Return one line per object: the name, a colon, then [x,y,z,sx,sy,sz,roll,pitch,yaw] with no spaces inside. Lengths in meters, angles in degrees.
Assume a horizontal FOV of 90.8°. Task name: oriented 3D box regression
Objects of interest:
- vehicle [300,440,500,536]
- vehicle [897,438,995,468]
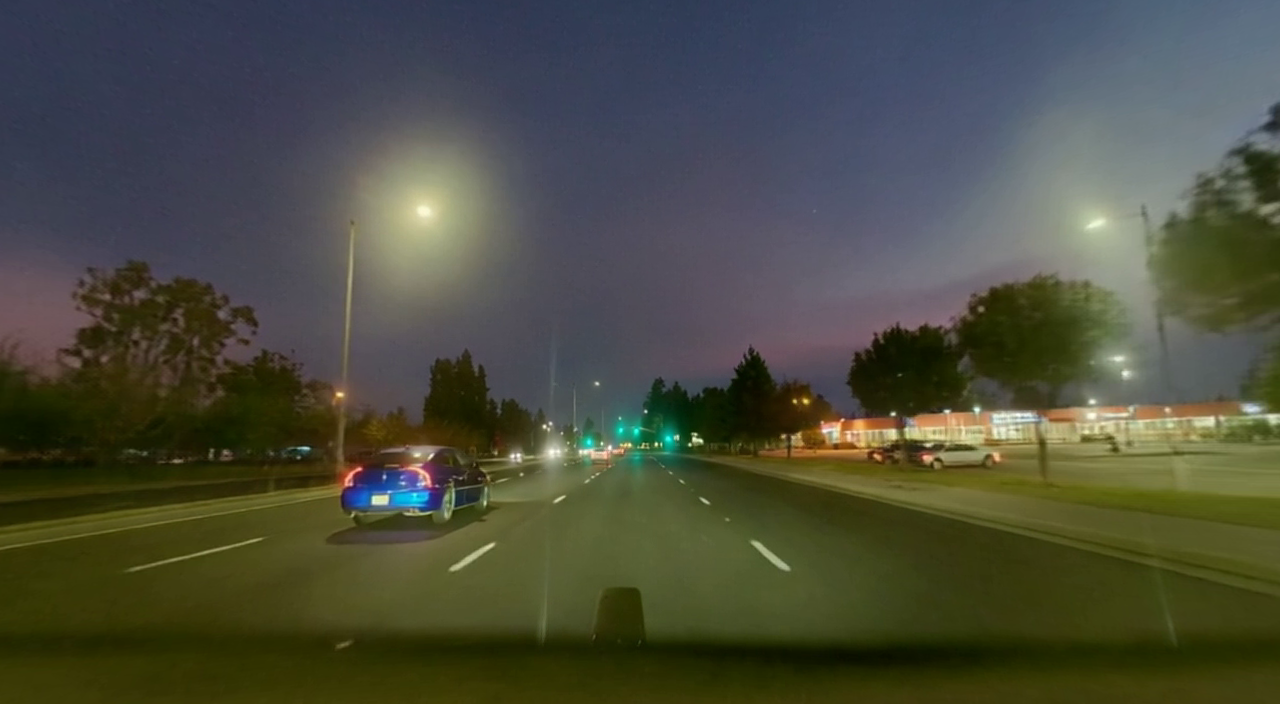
vehicle: [-4.176,2.421,11.941,2.003,1.454,4.484,0,-9,0]
vehicle: [16.117,5.329,33.408,4.197,1.466,1.930,0,-9,-2]
